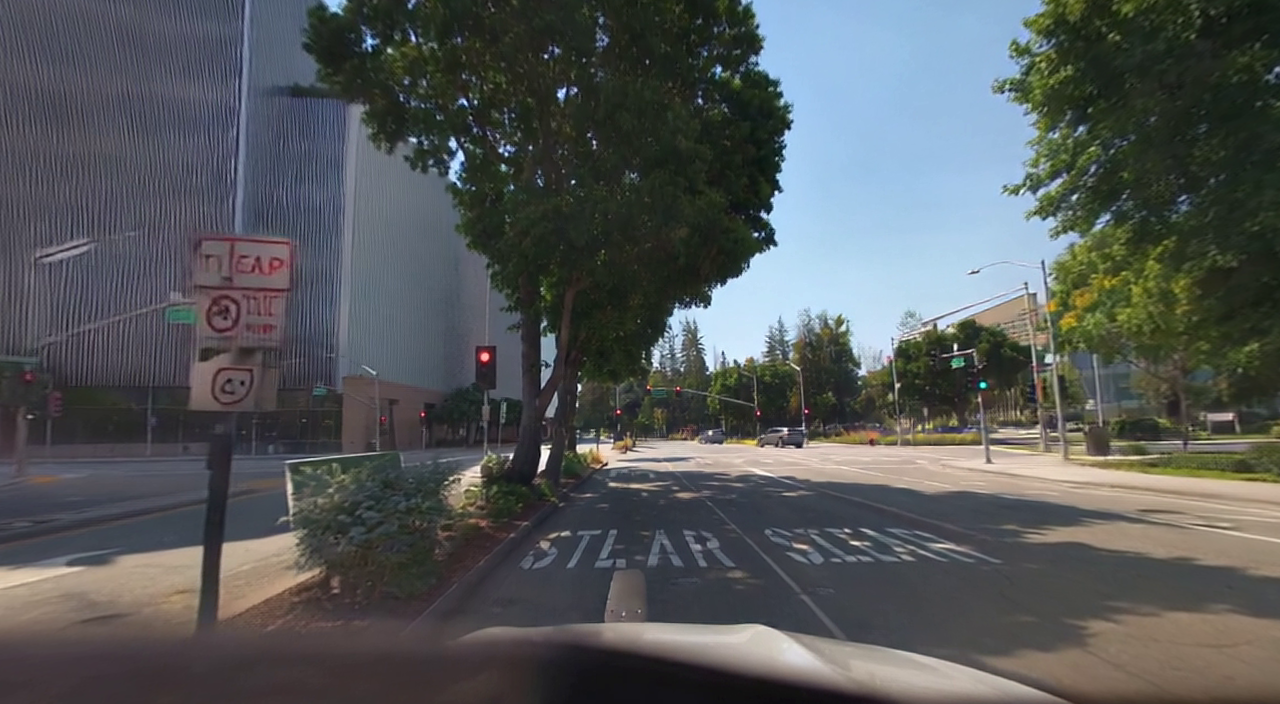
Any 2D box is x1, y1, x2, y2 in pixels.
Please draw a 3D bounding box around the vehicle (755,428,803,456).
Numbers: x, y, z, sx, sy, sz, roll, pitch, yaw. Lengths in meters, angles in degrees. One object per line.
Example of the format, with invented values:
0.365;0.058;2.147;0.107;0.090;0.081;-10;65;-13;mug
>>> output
9.768;6.422;44.853;2.156;1.881;4.743;0;-9;-2;vehicle
